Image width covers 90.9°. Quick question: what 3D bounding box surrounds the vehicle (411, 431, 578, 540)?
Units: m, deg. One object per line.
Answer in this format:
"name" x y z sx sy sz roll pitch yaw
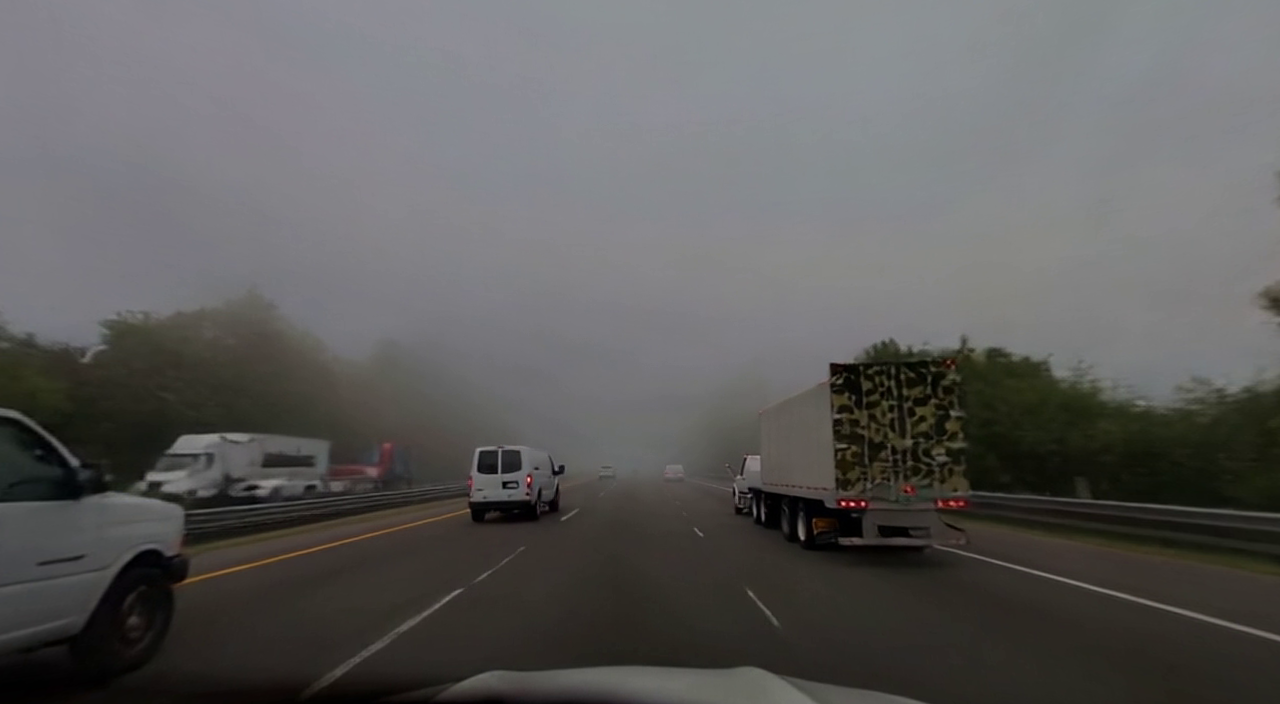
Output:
"vehicle" -2.897 2.892 14.067 2.378 1.930 5.086 0 -10 1

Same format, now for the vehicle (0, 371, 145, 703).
"vehicle" -3.844 0.653 1.301 2.124 1.671 4.262 1 -10 -1

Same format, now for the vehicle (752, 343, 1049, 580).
"vehicle" 3.762 1.839 10.678 2.703 2.988 5.097 1 -11 -1
